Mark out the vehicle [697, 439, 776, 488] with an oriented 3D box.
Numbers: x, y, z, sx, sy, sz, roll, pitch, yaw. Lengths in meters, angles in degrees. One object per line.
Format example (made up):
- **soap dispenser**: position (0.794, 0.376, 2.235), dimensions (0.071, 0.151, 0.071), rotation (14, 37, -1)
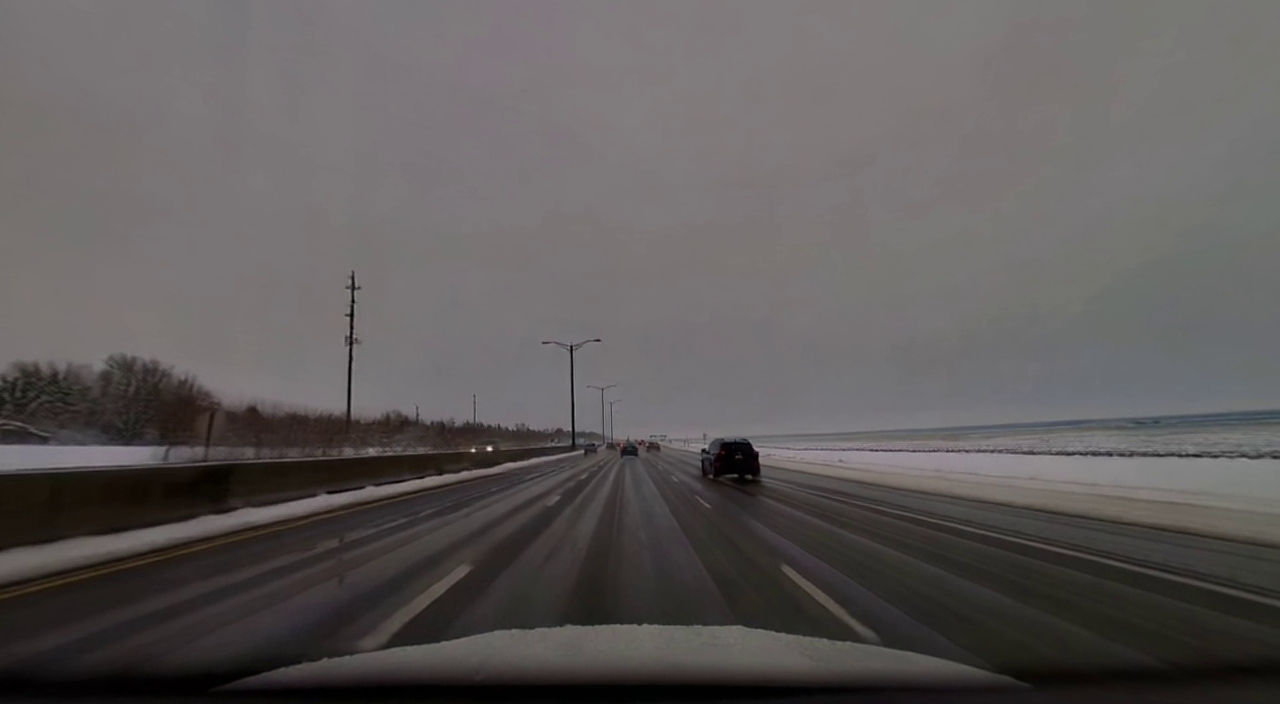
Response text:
- **vehicle**: position (3.153, 3.753, 21.614), dimensions (1.890, 1.490, 4.373), rotation (0, -8, -2)
